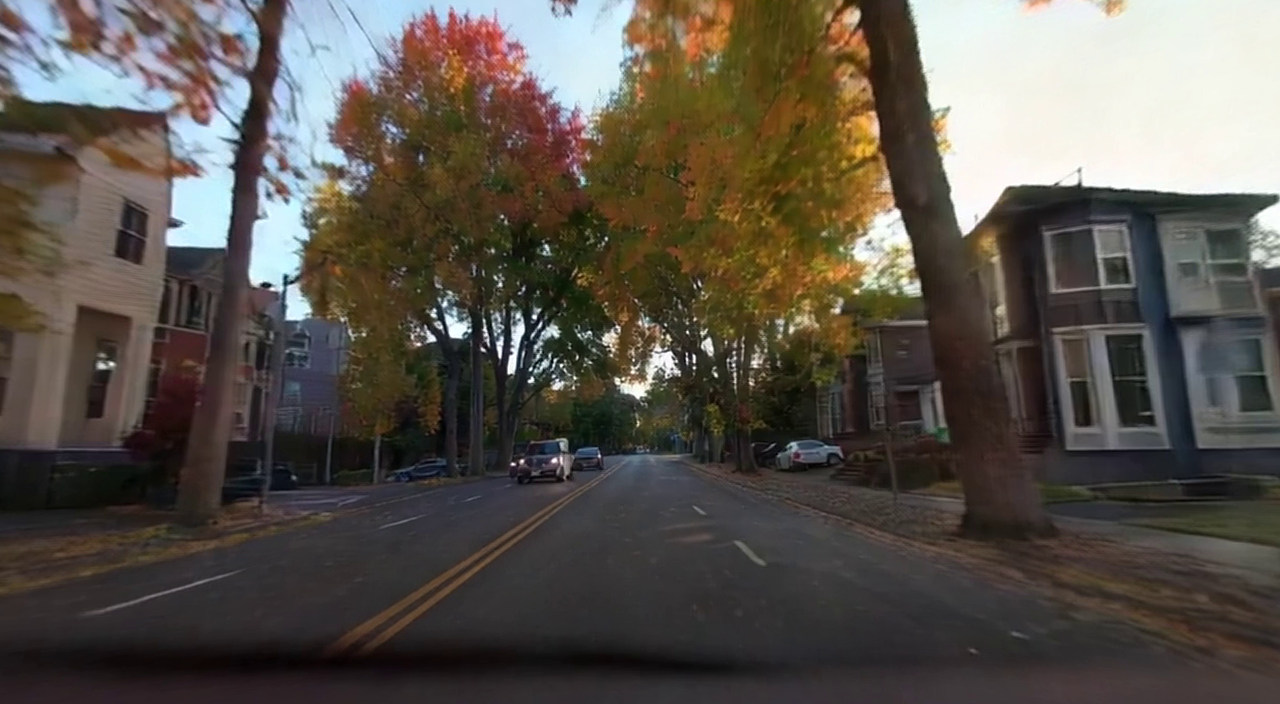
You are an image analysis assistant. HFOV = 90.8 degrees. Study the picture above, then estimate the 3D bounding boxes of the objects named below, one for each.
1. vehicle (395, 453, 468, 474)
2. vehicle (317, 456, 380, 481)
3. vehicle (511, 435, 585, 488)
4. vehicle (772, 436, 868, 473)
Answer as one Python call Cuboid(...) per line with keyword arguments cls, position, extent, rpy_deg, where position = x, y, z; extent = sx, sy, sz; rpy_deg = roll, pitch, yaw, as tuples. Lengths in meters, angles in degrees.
Cuboid(cls="vehicle", position=(-15.154, 8.128, 45.982), extent=(4.649, 1.423, 1.850), rpy_deg=(-1, -9, 5))
Cuboid(cls="vehicle", position=(-21.502, 8.594, 46.762), extent=(2.052, 1.470, 4.633), rpy_deg=(-7, -9, 6))
Cuboid(cls="vehicle", position=(-3.629, 4.467, 26.138), extent=(2.275, 1.953, 5.423), rpy_deg=(0, -9, 0))
Cuboid(cls="vehicle", position=(9.335, 5.359, 33.025), extent=(4.385, 1.612, 2.070), rpy_deg=(-4, -9, 4))
